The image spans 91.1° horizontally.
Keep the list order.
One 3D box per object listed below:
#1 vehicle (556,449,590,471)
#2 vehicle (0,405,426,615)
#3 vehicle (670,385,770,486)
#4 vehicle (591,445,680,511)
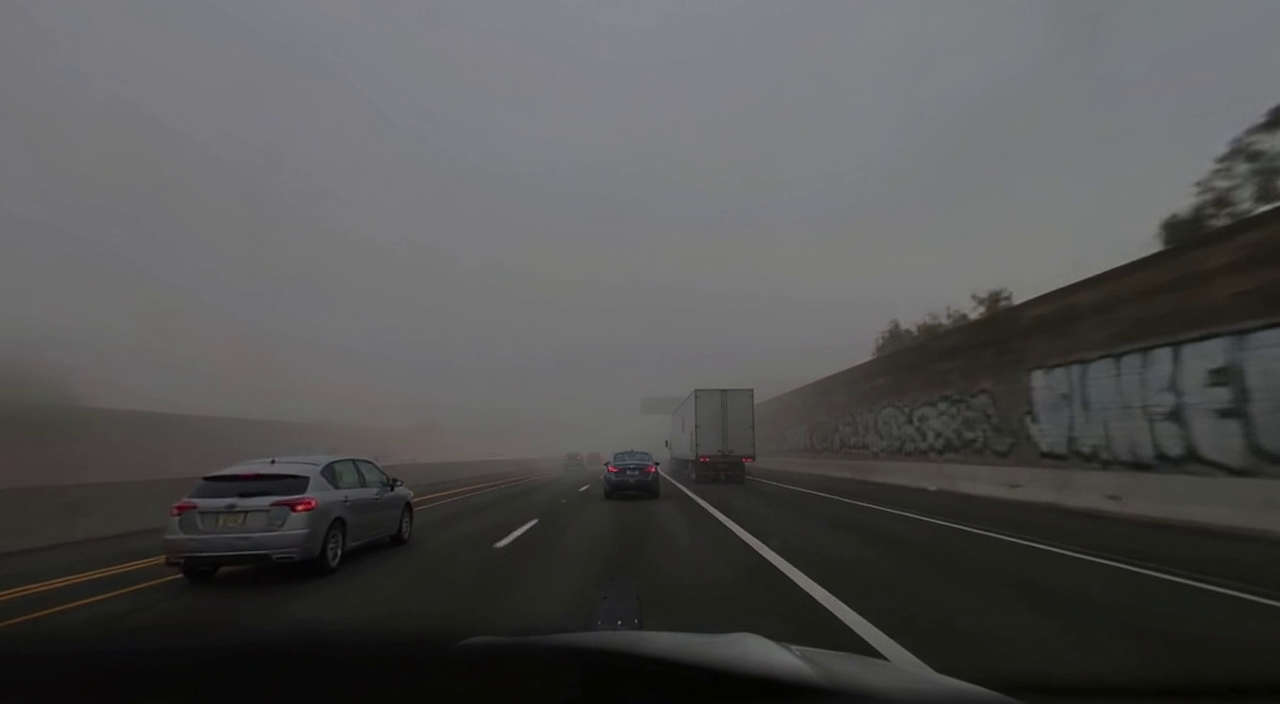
[{"bbox_3d":[-4.948,8.044,46.963,2.067,1.481,4.085,0,-9,0],"label":"vehicle"},{"bbox_3d":[-4.456,1.693,7.754,1.988,1.750,4.711,0,-9,-1],"label":"vehicle"},{"bbox_3d":[3.559,4.425,32.563,2.902,4.014,14.446,0,-9,-1],"label":"vehicle"},{"bbox_3d":[-0.146,3.166,16.358,2.033,1.468,4.015,0,-9,-1],"label":"vehicle"}]
